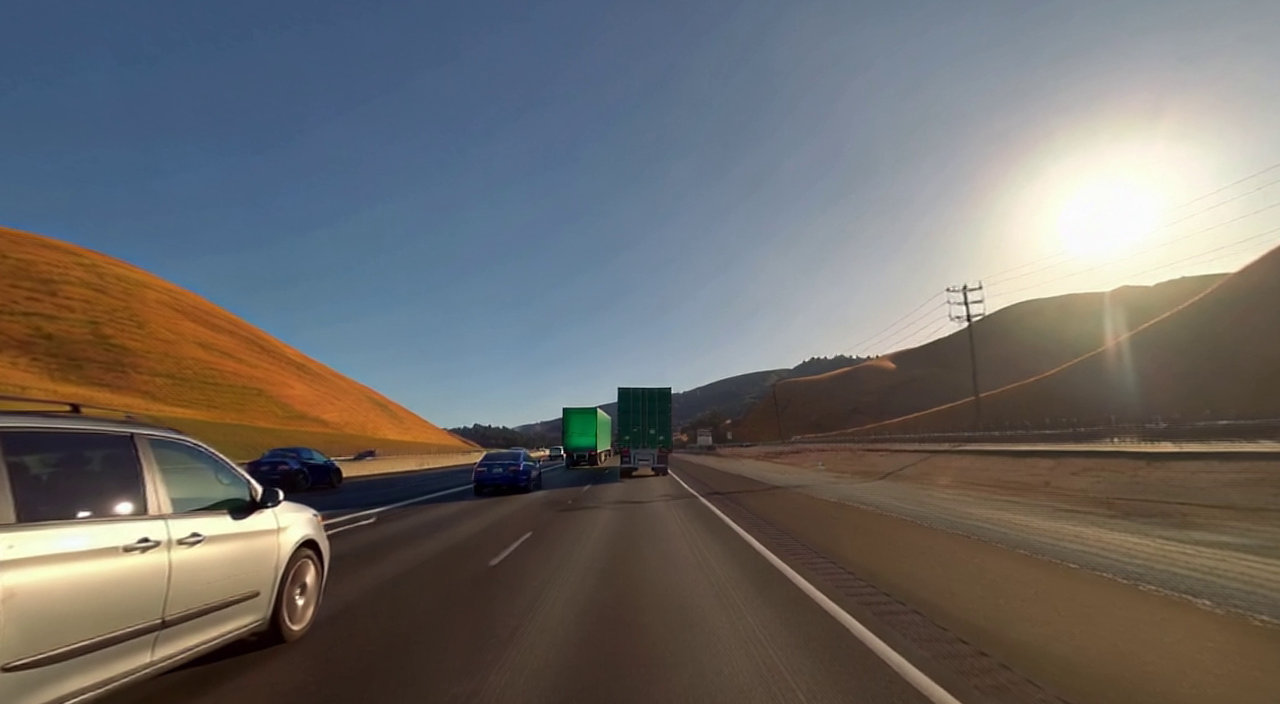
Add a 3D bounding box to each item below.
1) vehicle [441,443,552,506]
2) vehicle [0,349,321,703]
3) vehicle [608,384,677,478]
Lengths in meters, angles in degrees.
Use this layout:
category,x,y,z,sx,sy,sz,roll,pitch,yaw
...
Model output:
category,x,y,z,sx,sy,sz,roll,pitch,yaw
vehicle,-3.650,3.184,16.953,1.950,1.446,4.224,0,-8,1
vehicle,-3.973,0.937,3.188,2.136,1.779,4.875,0,-8,0
vehicle,0.200,4.179,32.496,2.913,3.988,10.874,0,-8,1
